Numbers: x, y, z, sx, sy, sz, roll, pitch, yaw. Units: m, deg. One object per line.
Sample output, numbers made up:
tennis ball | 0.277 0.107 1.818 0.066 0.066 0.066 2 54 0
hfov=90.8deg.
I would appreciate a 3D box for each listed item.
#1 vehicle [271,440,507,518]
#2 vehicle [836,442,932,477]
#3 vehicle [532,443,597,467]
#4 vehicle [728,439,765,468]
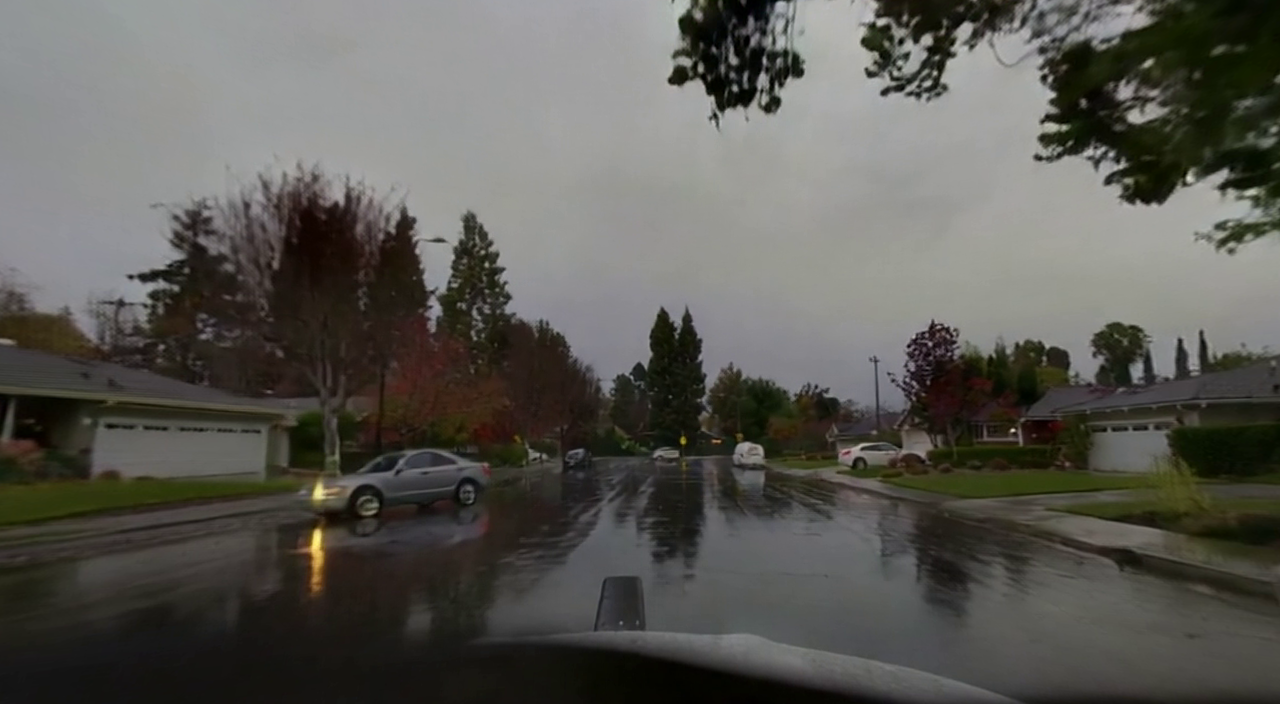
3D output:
vehicle | -5.728 2.845 14.669 4.750 1.559 1.928 5 -9 -27
vehicle | 13.824 6.115 36.043 4.733 1.843 2.005 0 -8 6
vehicle | -5.833 7.977 49.186 4.620 1.695 2.004 4 -11 -34
vehicle | 7.641 7.298 45.631 2.051 1.925 4.625 0 -8 3
